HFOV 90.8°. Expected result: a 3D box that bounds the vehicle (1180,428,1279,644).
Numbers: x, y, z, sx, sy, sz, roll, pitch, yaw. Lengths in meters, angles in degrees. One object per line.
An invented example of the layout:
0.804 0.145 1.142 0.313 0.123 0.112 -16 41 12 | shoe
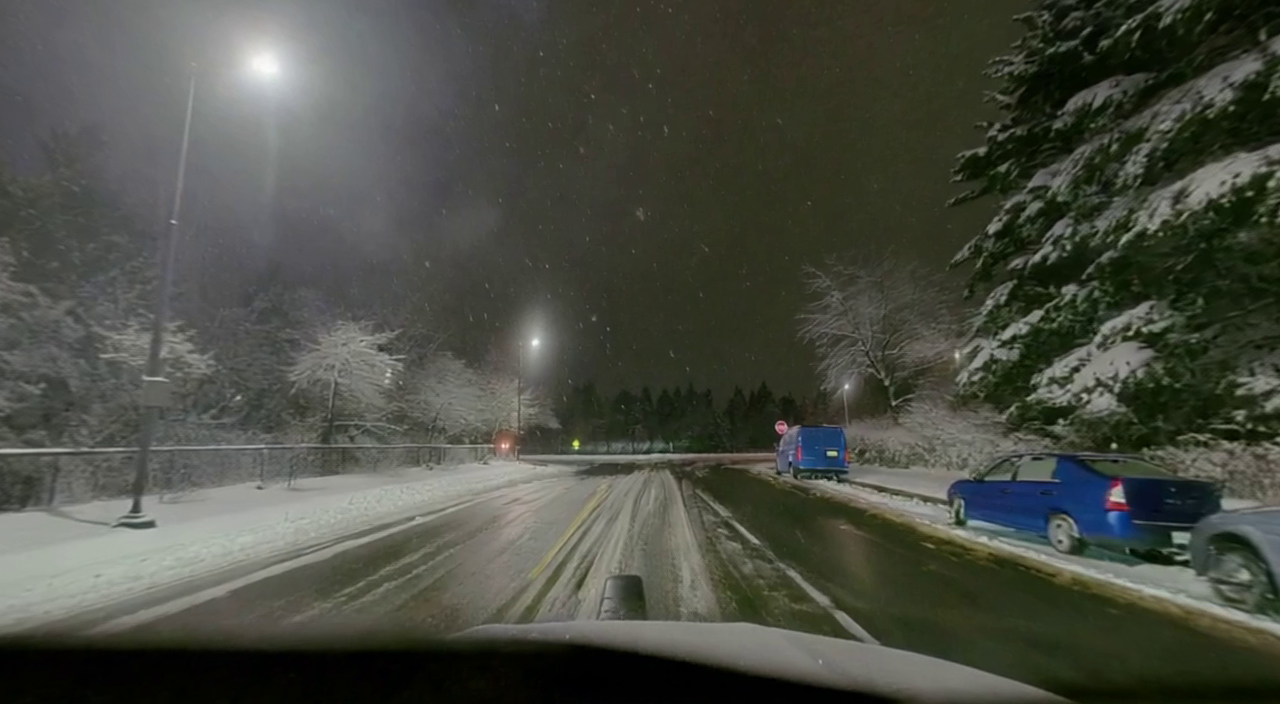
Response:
5.567 1.060 2.760 2.135 1.533 5.038 0 -8 3 | vehicle

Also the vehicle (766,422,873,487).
6.943 4.068 25.386 2.659 2.245 5.991 0 -8 1 | vehicle

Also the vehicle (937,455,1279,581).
6.176 2.154 9.005 1.970 1.269 4.199 0 -8 2 | vehicle
